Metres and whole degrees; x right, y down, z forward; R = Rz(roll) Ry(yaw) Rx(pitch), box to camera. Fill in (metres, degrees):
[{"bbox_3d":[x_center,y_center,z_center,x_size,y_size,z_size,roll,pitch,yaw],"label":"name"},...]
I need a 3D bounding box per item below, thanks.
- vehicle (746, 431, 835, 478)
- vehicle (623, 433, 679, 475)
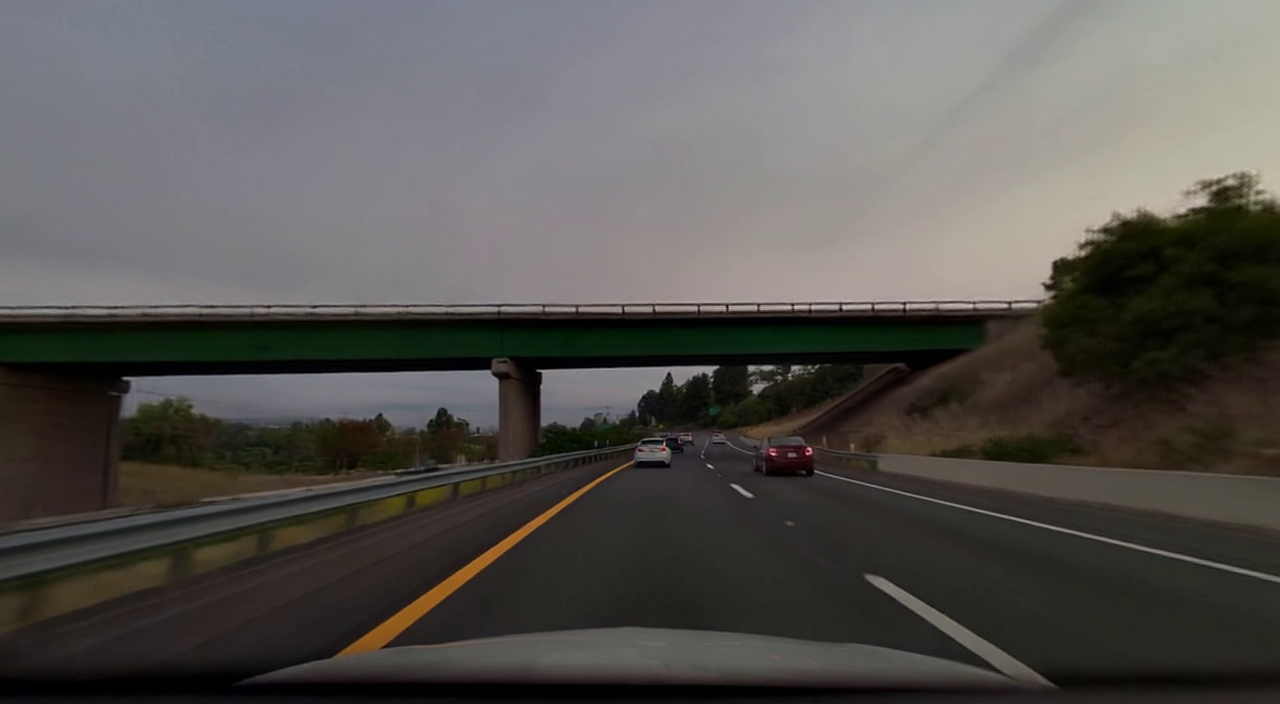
[{"bbox_3d":[5.197,3.603,22.459,2.163,1.489,4.470,0,-8,2],"label":"vehicle"},{"bbox_3d":[0.491,3.916,24.375,1.993,1.461,3.812,-1,-8,3],"label":"vehicle"}]
